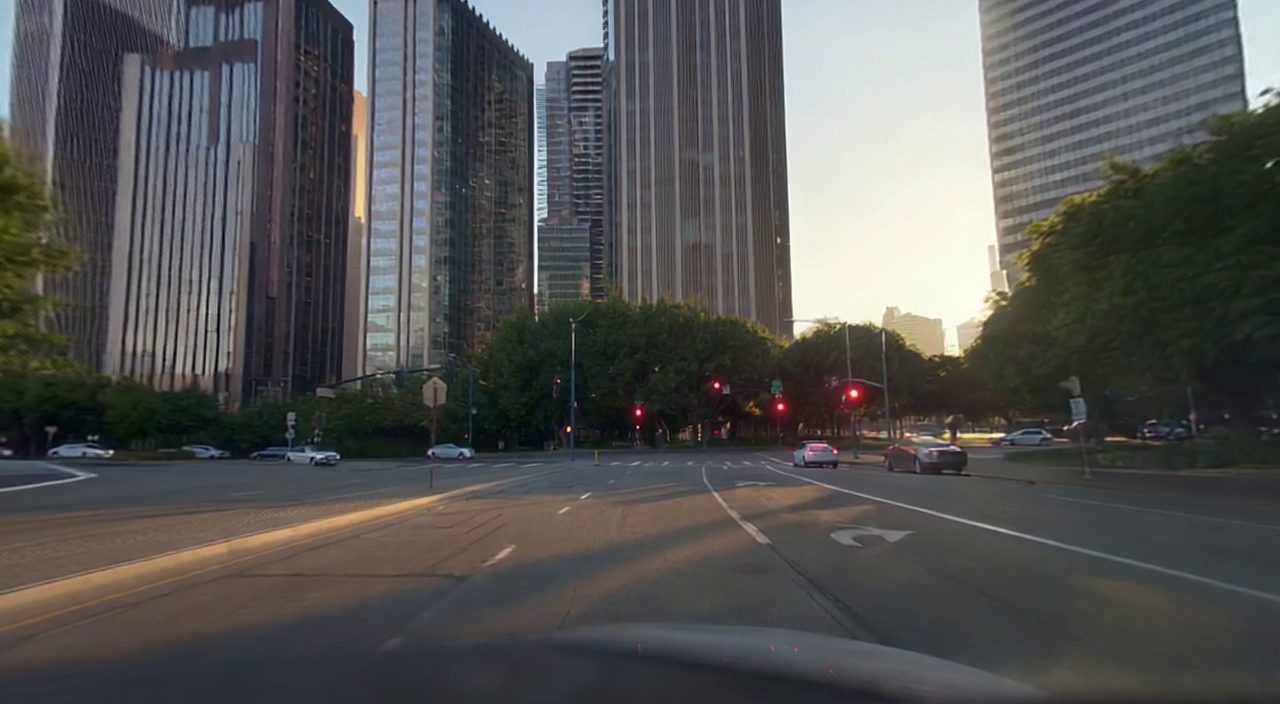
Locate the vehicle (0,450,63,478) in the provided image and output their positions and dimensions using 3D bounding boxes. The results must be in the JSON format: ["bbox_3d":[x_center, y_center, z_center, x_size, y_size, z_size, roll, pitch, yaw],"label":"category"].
[{"bbox_3d":[-34.672,6.099,34.470,4.417,1.448,1.907,0,-9,0],"label":"vehicle"}]

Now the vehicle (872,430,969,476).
[{"bbox_3d":[11.919,4.336,27.274,2.027,1.810,4.854,0,-9,1],"label":"vehicle"}]

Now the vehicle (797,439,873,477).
[{"bbox_3d":[8.361,4.570,27.615,1.936,1.489,4.885,-1,-9,2],"label":"vehicle"}]

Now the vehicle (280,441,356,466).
[{"bbox_3d":[-25.027,7.900,49.213,4.779,1.910,2.125,-1,-9,7],"label":"vehicle"}]
